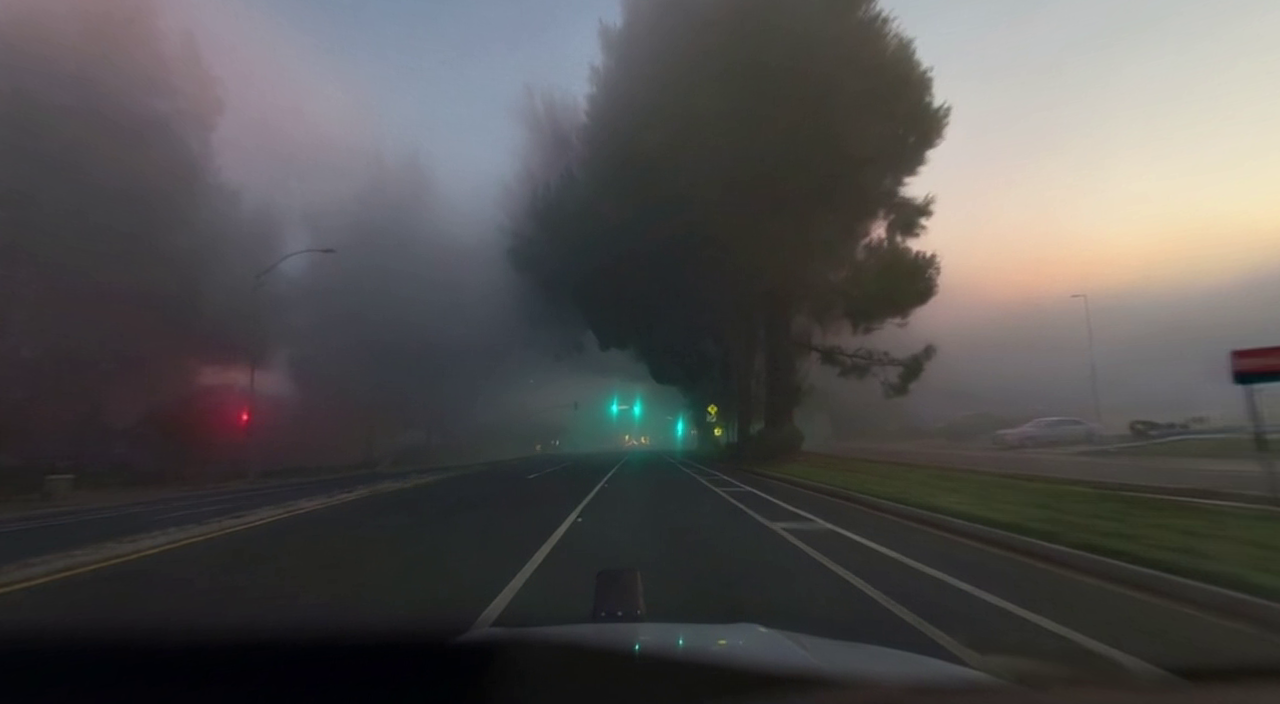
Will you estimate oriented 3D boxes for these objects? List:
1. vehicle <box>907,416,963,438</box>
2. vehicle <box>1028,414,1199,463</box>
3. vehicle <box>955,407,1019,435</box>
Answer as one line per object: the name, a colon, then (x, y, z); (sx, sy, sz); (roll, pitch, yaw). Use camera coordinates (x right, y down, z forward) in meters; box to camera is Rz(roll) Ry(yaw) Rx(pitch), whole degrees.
vehicle: (22.972, 5.865, 49.333); (1.911, 1.598, 4.322); (1, -8, -6)
vehicle: (15.595, 2.926, 21.233); (1.882, 1.446, 4.741); (0, -8, -4)
vehicle: (26.842, 5.389, 49.021); (2.081, 1.949, 4.635); (3, -7, -5)
